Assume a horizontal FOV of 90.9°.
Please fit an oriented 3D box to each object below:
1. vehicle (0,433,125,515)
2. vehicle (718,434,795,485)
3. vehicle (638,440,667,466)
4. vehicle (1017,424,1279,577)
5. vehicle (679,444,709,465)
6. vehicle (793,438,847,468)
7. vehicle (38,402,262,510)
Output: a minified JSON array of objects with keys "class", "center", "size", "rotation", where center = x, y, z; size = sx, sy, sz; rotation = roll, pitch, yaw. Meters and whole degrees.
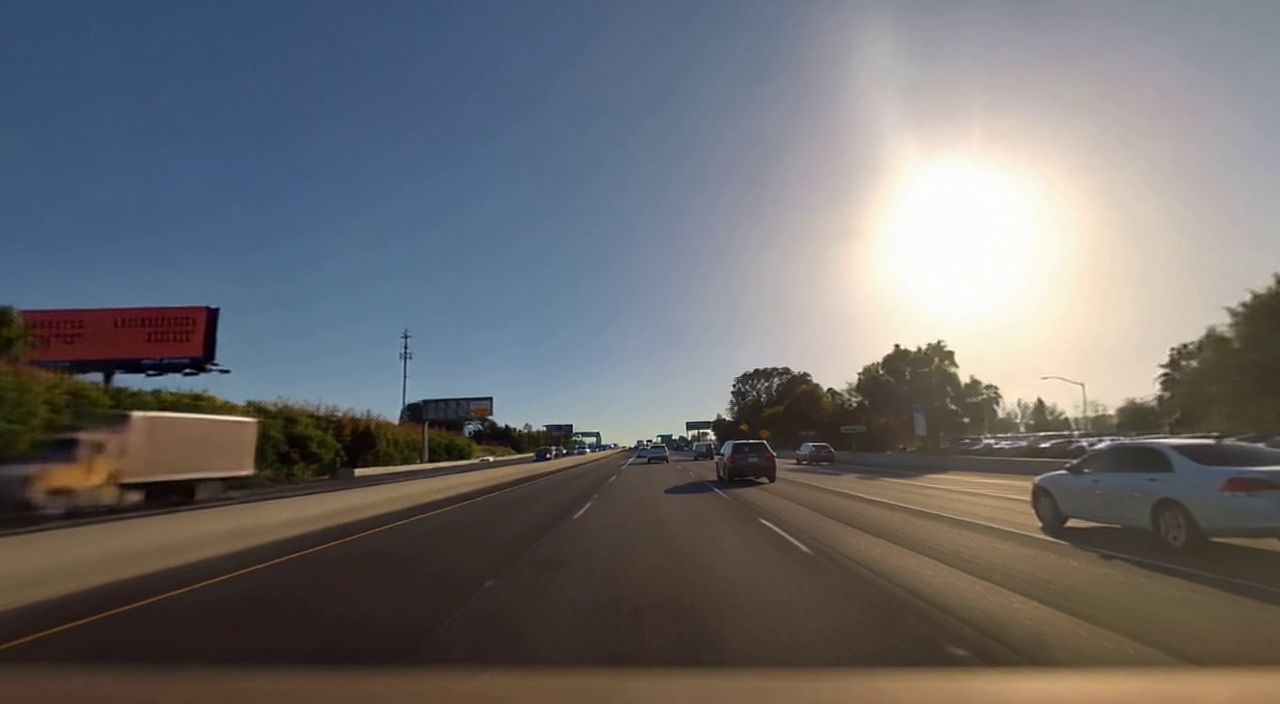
[{"class":"vehicle","center":[-20.994,4.266,22.502],"size":[2.555,2.672,2.949],"rotation":[-1,-8,1]},{"class":"vehicle","center":[4.529,4.233,25.220],"size":[2.075,1.845,4.667],"rotation":[0,-8,-1]},{"class":"vehicle","center":[0.899,7.643,47.815],"size":[2.145,1.832,4.004],"rotation":[0,-8,0]},{"class":"vehicle","center":[7.460,1.837,8.723],"size":[1.807,1.558,4.352],"rotation":[0,-8,0]},{"class":"vehicle","center":[4.227,8.061,49.647],"size":[1.902,1.532,4.181],"rotation":[0,-8,-1]},{"class":"vehicle","center":[11.361,6.409,40.192],"size":[2.028,1.801,4.503],"rotation":[0,-8,-1]},{"class":"vehicle","center":[-20.930,4.497,27.961],"size":[2.949,3.979,8.564],"rotation":[0,-8,0]}]
